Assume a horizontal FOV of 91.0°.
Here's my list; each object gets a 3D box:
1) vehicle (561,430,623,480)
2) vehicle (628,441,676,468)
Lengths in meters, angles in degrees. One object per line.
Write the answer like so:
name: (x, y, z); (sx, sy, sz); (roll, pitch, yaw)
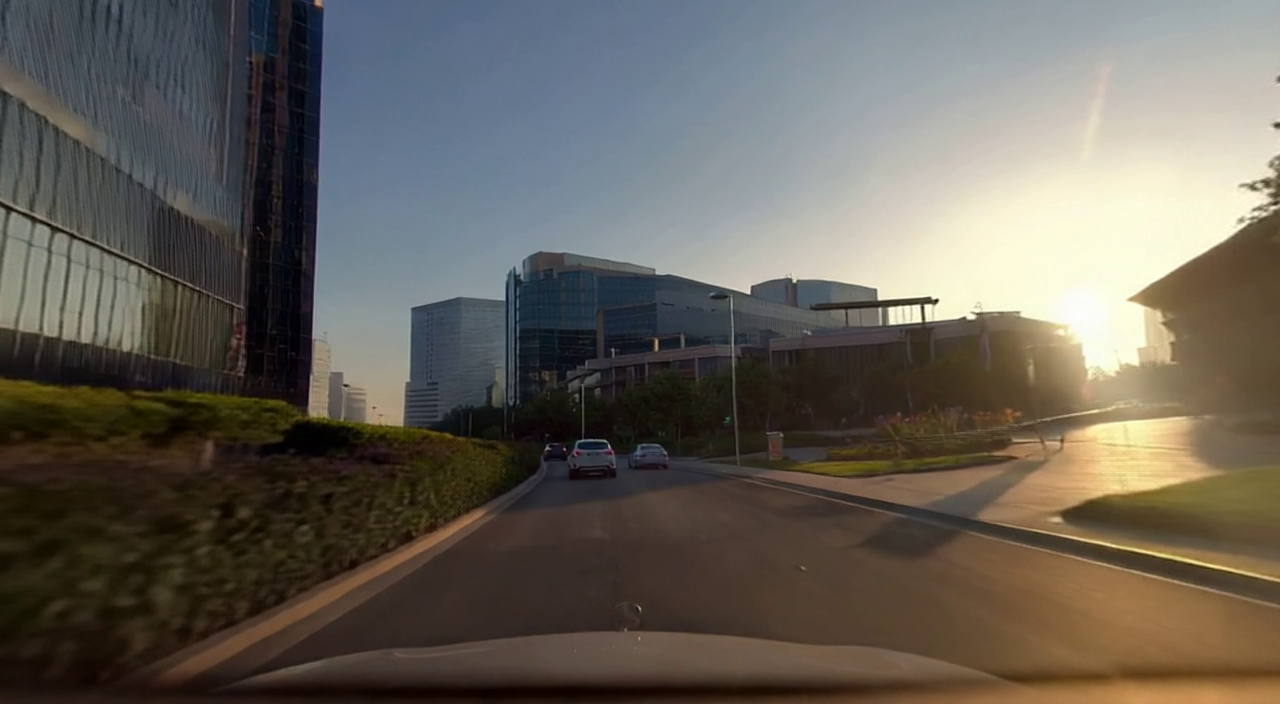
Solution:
vehicle: (-1.924, 3.997, 24.562); (2.173, 1.761, 4.374); (1, -9, -6)
vehicle: (0.668, 6.280, 38.750); (2.116, 1.506, 4.355); (2, -9, -10)
